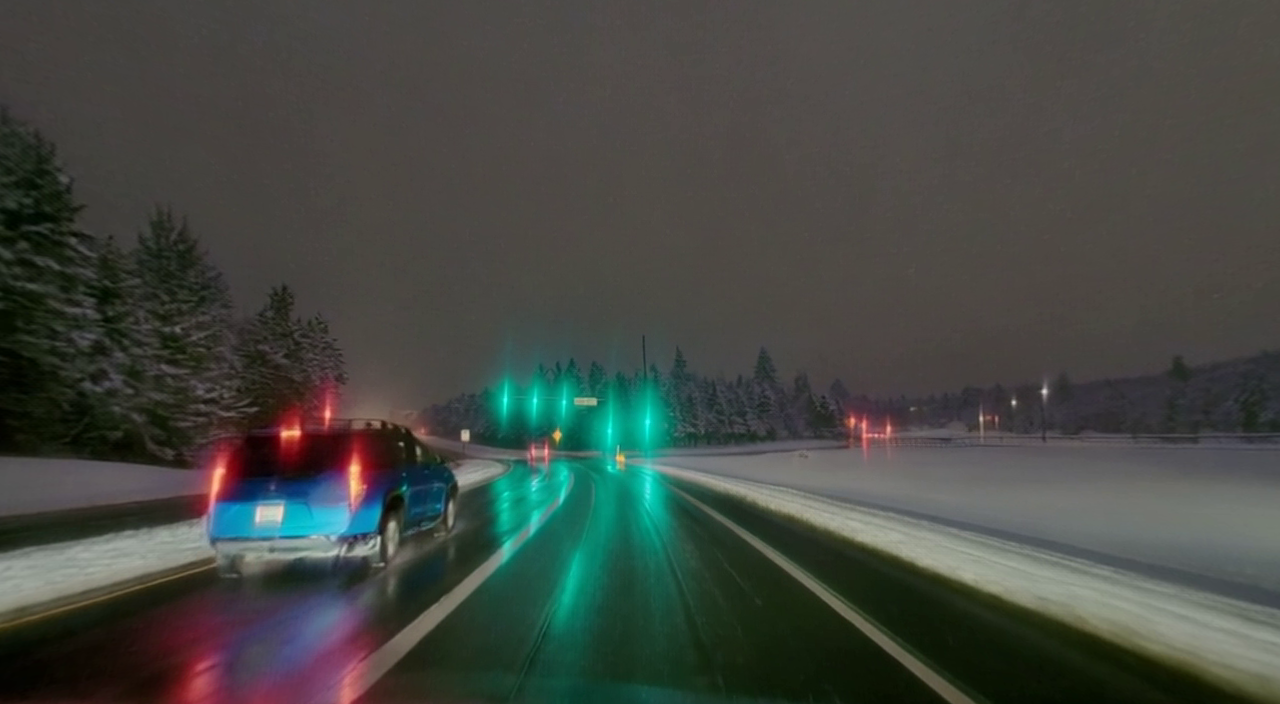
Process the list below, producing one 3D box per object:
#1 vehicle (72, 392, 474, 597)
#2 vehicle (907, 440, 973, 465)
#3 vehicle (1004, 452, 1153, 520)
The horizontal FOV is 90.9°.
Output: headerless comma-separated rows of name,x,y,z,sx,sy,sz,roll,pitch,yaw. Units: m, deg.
vehicle,-4.015,1.651,8.319,2.336,1.857,4.986,0,-8,-1
vehicle,20.224,6.749,42.406,4.141,1.451,1.720,2,-9,-27
vehicle,11.772,3.461,16.816,4.621,1.457,2.045,7,-11,-40
